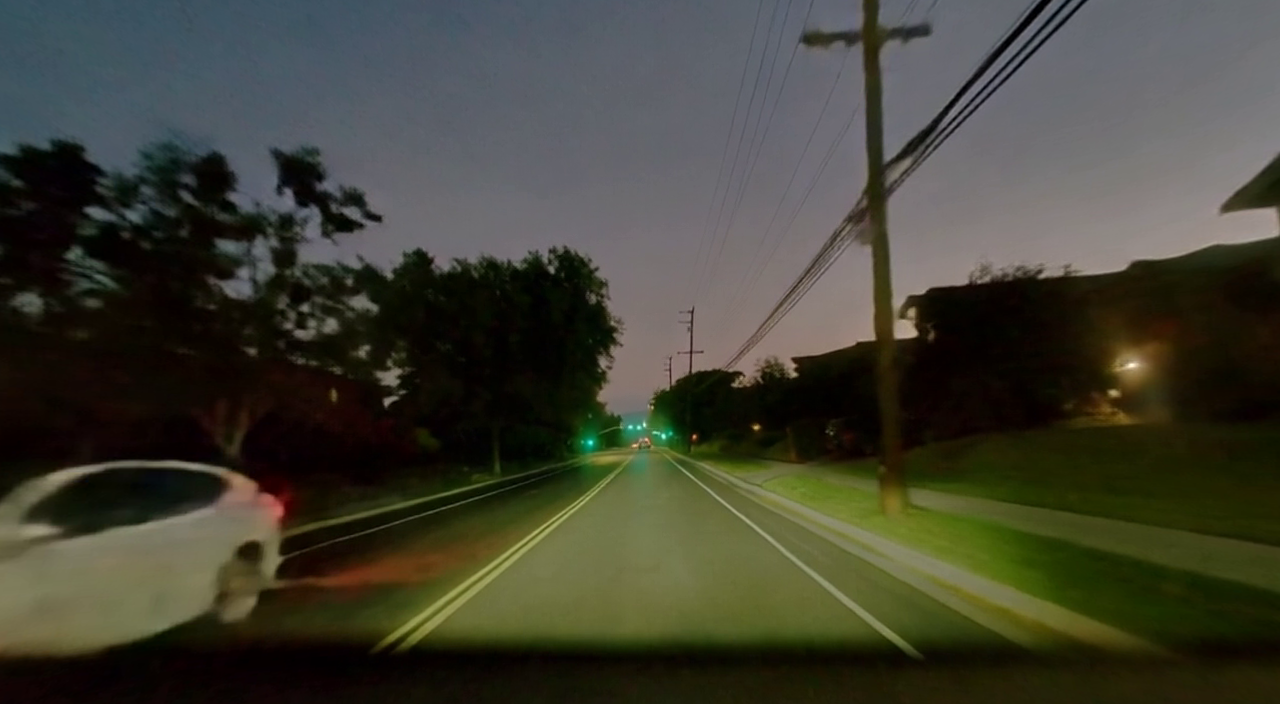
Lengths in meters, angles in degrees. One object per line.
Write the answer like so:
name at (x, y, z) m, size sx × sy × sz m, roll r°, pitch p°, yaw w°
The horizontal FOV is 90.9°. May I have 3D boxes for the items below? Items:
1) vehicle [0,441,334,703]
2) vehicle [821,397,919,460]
vehicle at (-3.894, 1.288, 3.614) m, size 2.028 × 1.488 × 4.392 m, roll -1°, pitch -9°, yaw 1°
vehicle at (7.806, 2.735, 21.907) m, size 1.878 × 1.743 × 4.556 m, roll -7°, pitch -9°, yaw 4°
